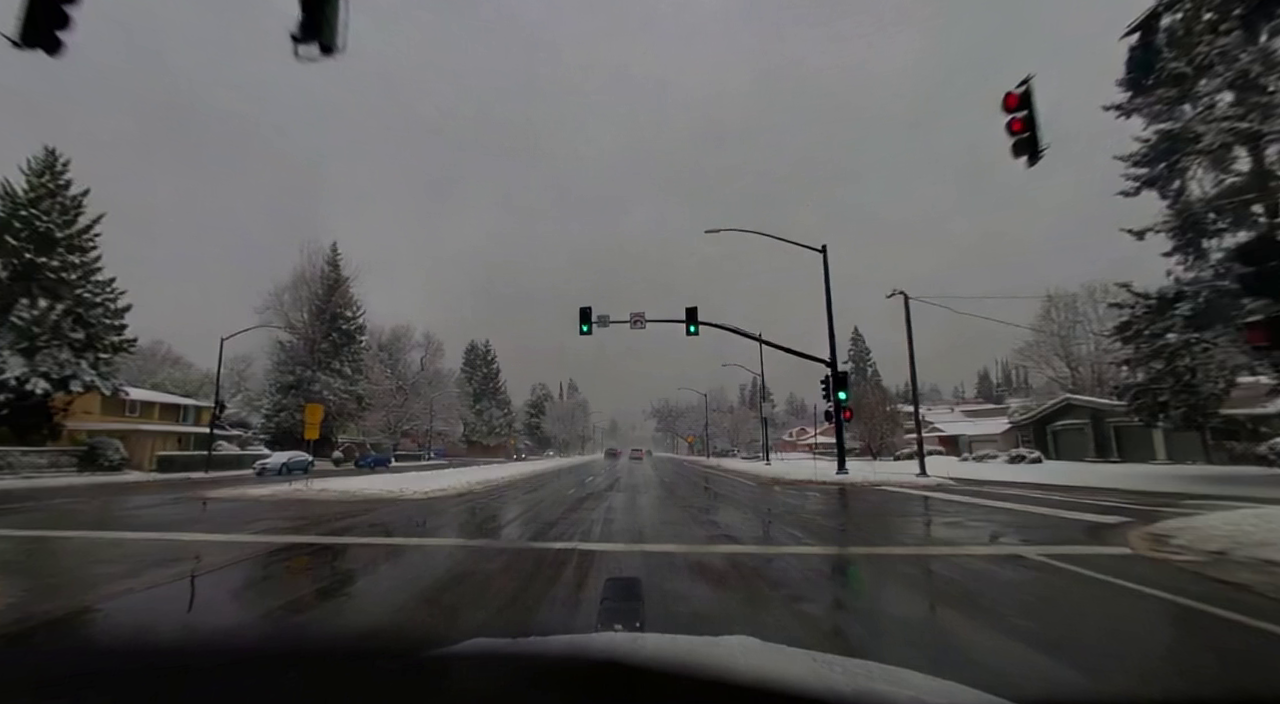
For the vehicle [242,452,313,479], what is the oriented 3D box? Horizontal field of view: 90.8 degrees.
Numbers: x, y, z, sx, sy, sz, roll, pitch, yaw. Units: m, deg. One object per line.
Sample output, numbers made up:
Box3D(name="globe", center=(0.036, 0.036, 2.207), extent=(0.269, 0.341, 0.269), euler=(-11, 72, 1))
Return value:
Box3D(name="vehicle", center=(-25.286, 7.932, 44.328), extent=(1.908, 1.719, 4.972), euler=(0, -9, 1))
